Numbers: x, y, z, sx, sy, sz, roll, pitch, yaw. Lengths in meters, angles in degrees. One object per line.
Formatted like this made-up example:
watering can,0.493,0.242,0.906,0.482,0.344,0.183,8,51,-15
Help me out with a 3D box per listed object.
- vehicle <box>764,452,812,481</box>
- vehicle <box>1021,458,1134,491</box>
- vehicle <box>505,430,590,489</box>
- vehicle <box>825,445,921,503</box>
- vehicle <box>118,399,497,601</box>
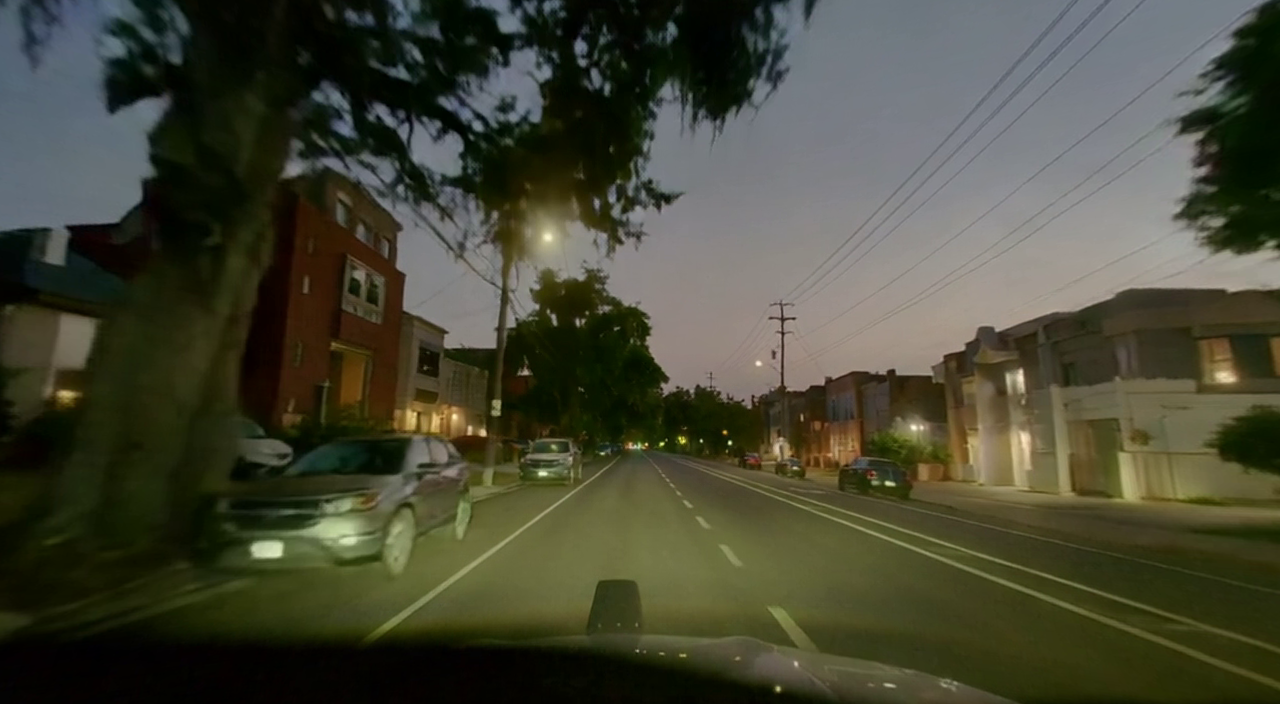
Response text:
vehicle,9.701,7.514,41.712,1.977,1.495,4.800,8,-9,2
vehicle,22.257,6.223,32.247,4.172,1.630,2.112,0,-9,-2
vehicle,-3.288,4.002,23.786,2.290,1.924,5.536,0,-9,1
vehicle,9.621,5.034,26.555,2.156,1.882,4.790,8,-9,1
vehicle,-3.460,1.674,8.047,2.127,1.737,4.961,0,-9,0
